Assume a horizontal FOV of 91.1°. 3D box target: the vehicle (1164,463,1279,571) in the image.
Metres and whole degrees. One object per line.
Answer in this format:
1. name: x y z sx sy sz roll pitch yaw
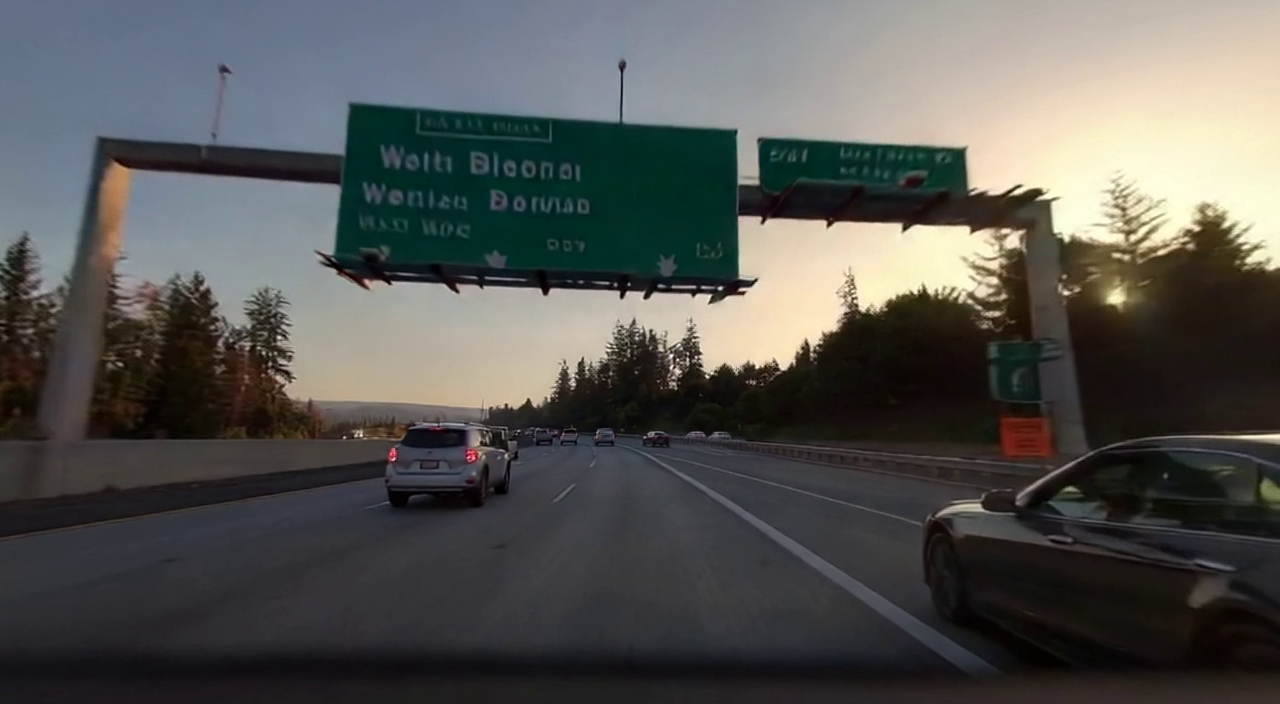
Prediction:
1. vehicle: 13.391 3.145 11.652 2.179 1.976 5.545 1 -8 -5

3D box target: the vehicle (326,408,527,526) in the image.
1. vehicle: -3.708 2.120 12.120 2.142 1.789 5.009 0 -8 0
